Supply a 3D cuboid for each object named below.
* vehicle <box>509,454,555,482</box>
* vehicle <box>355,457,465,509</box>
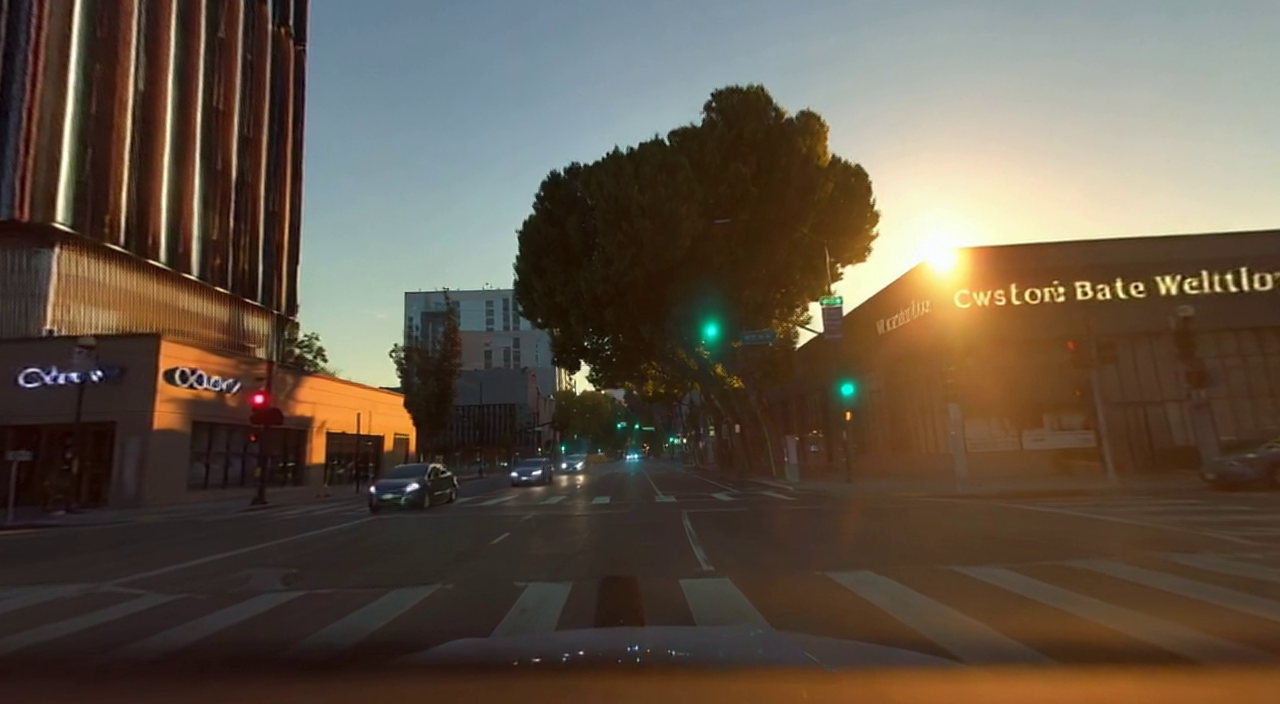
[{"bbox_3d":[-6.535,7.076,38.685,1.897,1.537,3.770,-1,-9,4],"label":"vehicle"},{"bbox_3d":[-7.417,4.243,20.891,1.893,1.451,4.276,0,-9,2],"label":"vehicle"}]
